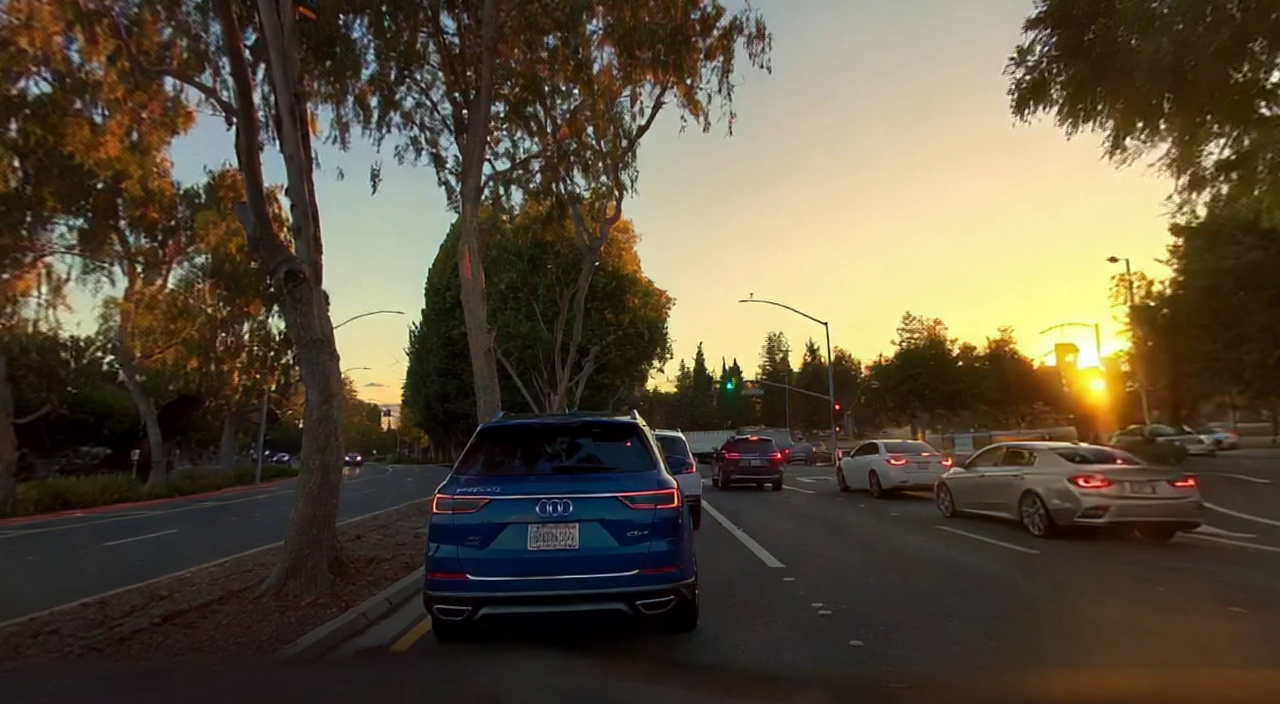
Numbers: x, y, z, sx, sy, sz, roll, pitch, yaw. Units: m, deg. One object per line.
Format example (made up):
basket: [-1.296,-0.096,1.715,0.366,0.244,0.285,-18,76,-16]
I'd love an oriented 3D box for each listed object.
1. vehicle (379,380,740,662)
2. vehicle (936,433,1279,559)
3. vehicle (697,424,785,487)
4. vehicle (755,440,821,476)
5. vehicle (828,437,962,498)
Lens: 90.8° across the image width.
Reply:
vehicle: [-0.441,1.344,6.077,2.201,1.709,4.271,0,-9,2]
vehicle: [6.576,2.014,9.668,1.894,1.445,4.565,0,-9,0]
vehicle: [3.357,3.579,22.070,2.200,1.909,4.853,0,-9,-1]
vehicle: [6.636,4.771,28.806,1.917,1.489,4.625,0,-9,0]
vehicle: [6.956,3.190,17.823,1.890,1.489,4.415,0,-9,-1]
